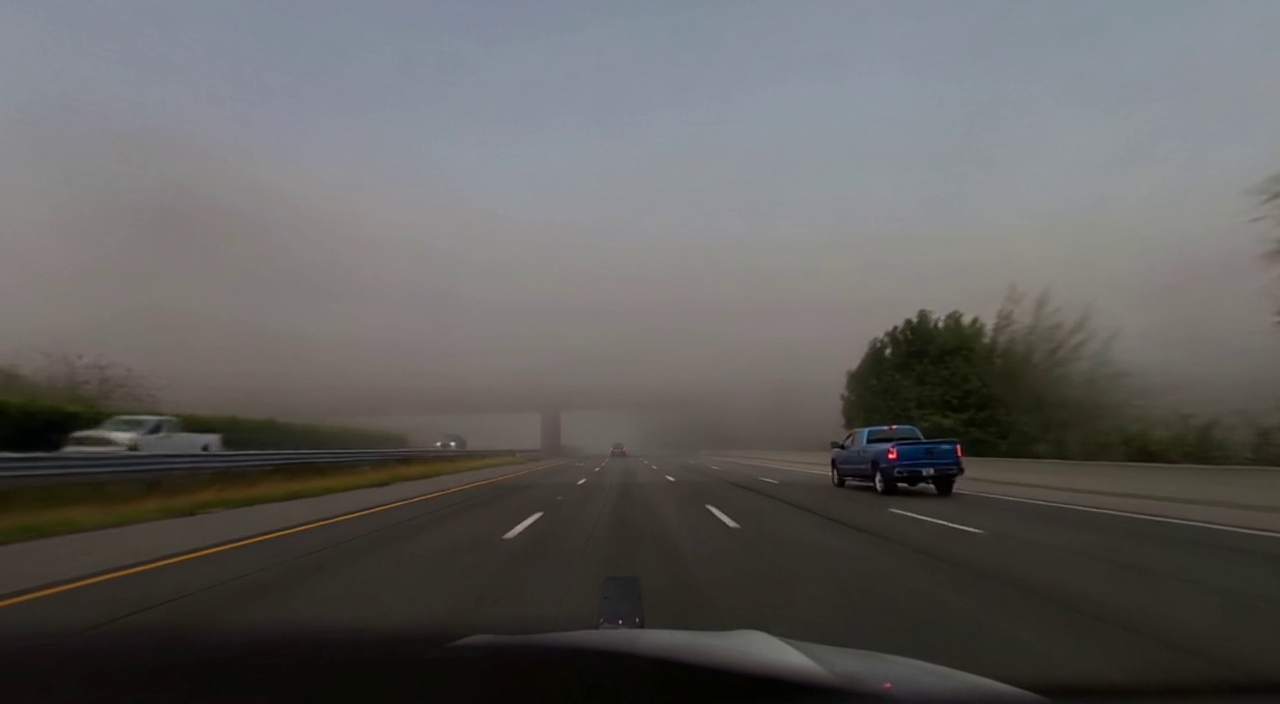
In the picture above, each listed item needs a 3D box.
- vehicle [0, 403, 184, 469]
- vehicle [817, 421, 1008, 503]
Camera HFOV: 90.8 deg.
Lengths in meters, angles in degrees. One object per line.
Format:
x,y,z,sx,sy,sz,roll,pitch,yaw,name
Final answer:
-19.540,3.048,22.590,2.201,2.062,5.745,0,-9,-1,vehicle
7.030,2.939,17.363,2.395,1.819,6.086,0,-9,-2,vehicle
